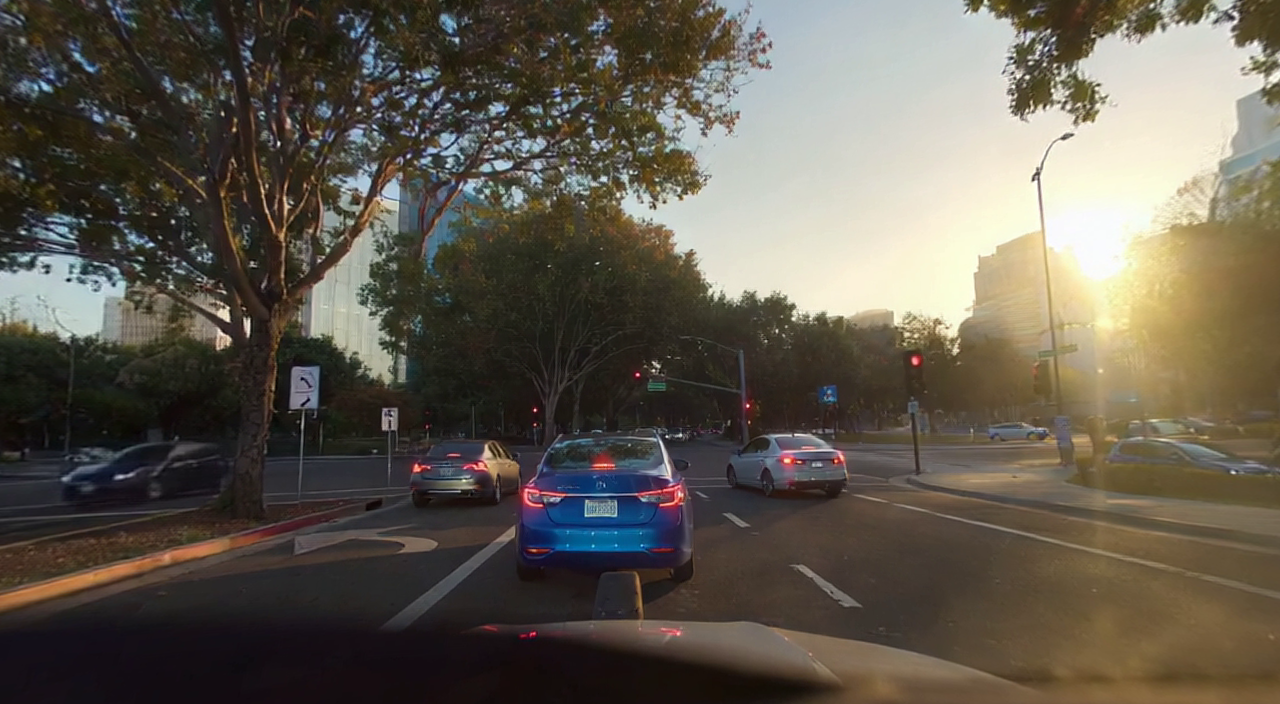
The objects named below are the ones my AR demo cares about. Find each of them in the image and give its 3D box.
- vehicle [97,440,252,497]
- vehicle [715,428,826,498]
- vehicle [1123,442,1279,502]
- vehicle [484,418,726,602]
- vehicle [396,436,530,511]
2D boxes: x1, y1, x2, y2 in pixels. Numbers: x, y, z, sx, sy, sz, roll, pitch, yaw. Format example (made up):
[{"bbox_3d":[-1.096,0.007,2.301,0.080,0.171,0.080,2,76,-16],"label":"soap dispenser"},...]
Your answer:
[{"bbox_3d":[-16.260,4.042,22.447,2.101,1.776,4.550,0,-8,-2],"label":"vehicle"},{"bbox_3d":[3.421,3.011,17.507,2.028,1.678,4.220,0,-8,-2],"label":"vehicle"},{"bbox_3d":[15.180,3.032,16.272,3.951,1.418,1.842,0,-8,-3],"label":"vehicle"},{"bbox_3d":[-0.355,1.642,7.503,2.045,1.533,4.183,0,-8,-2],"label":"vehicle"},{"bbox_3d":[-3.782,2.659,14.271,1.998,1.452,3.773,0,-8,-1],"label":"vehicle"}]
